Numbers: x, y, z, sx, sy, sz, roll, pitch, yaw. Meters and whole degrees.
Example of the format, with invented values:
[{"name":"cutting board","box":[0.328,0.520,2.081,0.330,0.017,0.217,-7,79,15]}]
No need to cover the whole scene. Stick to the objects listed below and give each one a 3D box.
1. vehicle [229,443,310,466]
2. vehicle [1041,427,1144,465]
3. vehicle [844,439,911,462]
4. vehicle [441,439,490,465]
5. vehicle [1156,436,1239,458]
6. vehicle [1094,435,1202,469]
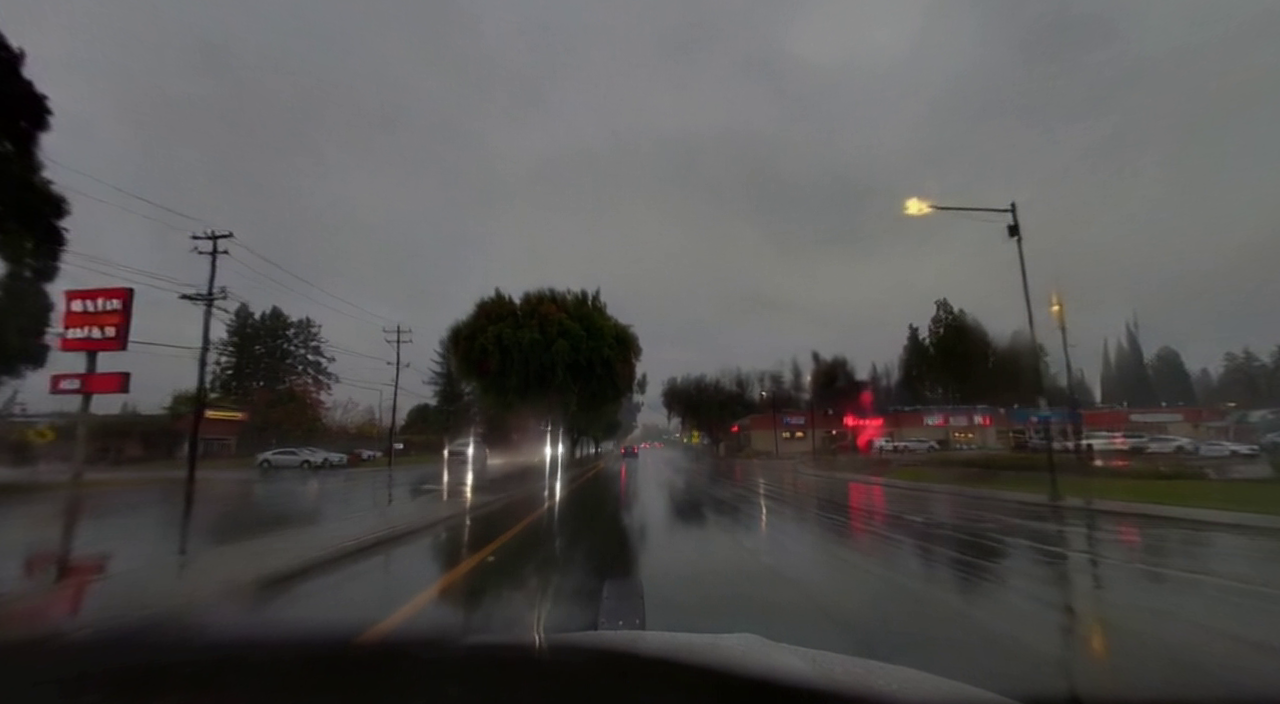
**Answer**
[{"name":"vehicle","box":[-28.899,8.022,49.433,4.886,1.698,2.224,0,-9,-3]},{"name":"vehicle","box":[24.556,5.158,34.550,2.136,1.872,4.695,-1,-9,2]},{"name":"vehicle","box":[17.700,7.366,47.184,4.264,1.428,1.822,-3,-10,4]},{"name":"vehicle","box":[-12.944,7.481,47.300,2.057,1.795,5.300,0,-9,1]},{"name":"vehicle","box":[40.393,6.921,45.945,1.986,1.538,4.484,0,-8,2]},{"name":"vehicle","box":[27.283,5.359,34.157,2.066,1.655,4.485,-2,-8,1]}]
